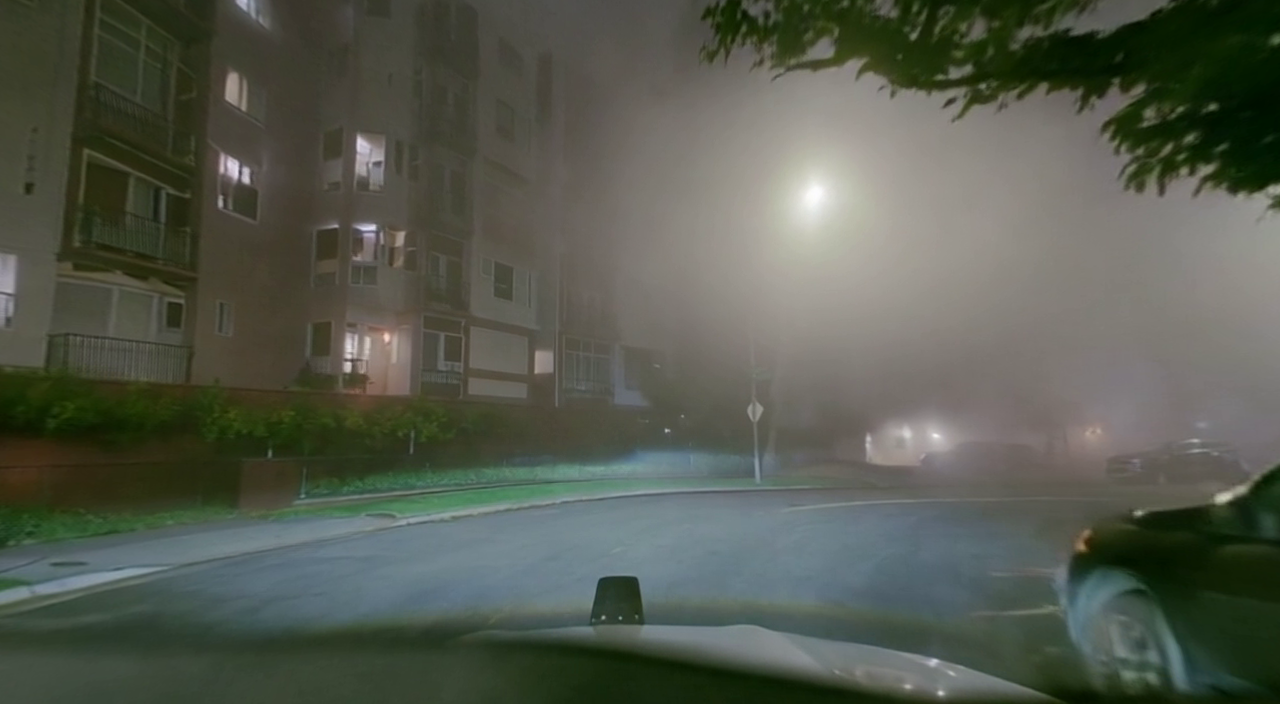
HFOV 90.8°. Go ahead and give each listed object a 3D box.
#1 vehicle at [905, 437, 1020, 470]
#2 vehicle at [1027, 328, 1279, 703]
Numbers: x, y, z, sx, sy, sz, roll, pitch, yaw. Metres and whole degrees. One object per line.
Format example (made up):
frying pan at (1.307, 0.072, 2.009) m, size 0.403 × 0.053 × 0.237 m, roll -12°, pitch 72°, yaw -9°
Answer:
vehicle at (15.170, 4.776, 29.775) m, size 4.714 × 1.458 × 1.812 m, roll 2°, pitch -9°, yaw -15°
vehicle at (3.006, 0.647, 0.942) m, size 2.020 × 1.734 × 4.402 m, roll 0°, pitch -9°, yaw 0°
